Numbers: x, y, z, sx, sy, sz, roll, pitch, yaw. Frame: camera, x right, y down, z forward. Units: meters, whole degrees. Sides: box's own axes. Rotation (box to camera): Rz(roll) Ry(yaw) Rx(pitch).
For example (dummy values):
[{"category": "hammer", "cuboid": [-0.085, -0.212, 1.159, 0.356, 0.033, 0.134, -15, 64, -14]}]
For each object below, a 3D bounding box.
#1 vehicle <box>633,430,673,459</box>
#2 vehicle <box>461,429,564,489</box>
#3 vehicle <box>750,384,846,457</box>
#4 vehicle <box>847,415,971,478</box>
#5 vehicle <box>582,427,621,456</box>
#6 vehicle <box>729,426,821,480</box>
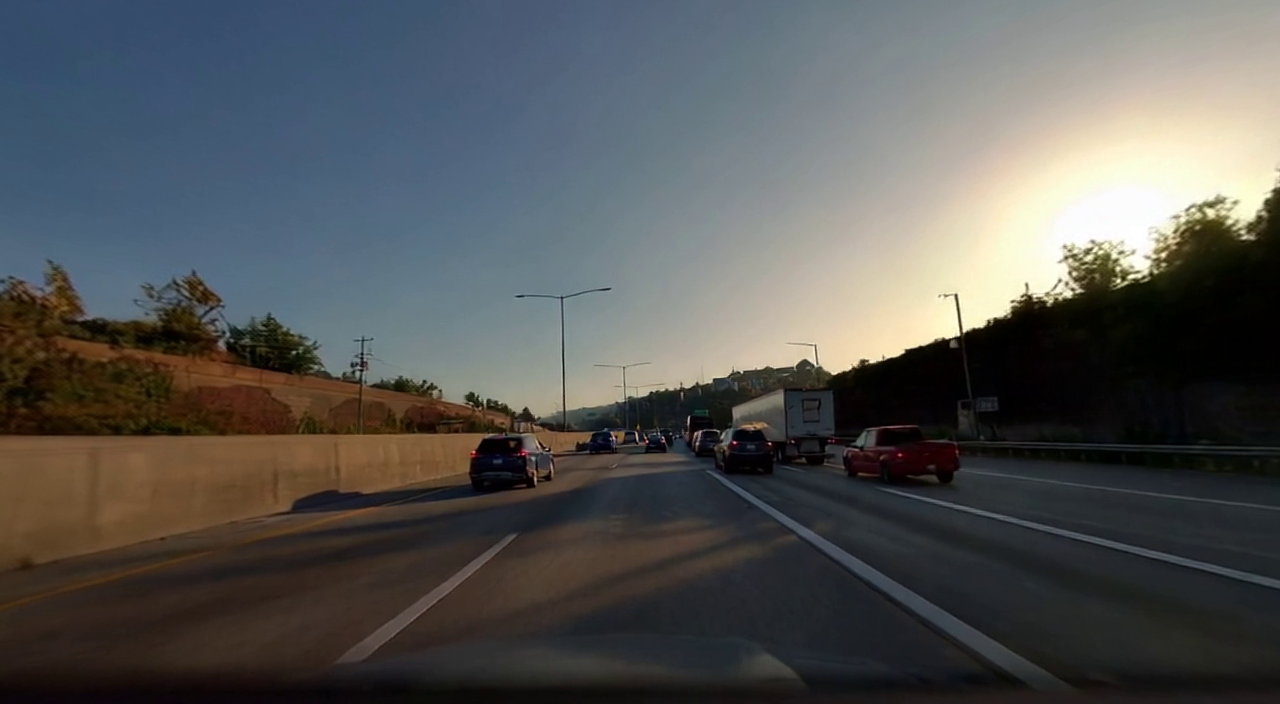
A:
[{"category": "vehicle", "cuboid": [0.706, 5.045, 34.326, 2.040, 1.461, 3.984, -1, -8, 1]}, {"category": "vehicle", "cuboid": [-3.447, 2.985, 17.939, 1.914, 1.476, 4.416, -1, -8, 2]}, {"category": "vehicle", "cuboid": [9.377, 4.546, 39.606, 3.007, 3.725, 13.835, -1, -8, 2]}, {"category": "vehicle", "cuboid": [8.447, 3.039, 20.353, 2.072, 1.761, 4.461, -1, -8, 1]}, {"category": "vehicle", "cuboid": [-2.432, 5.786, 40.806, 2.006, 1.741, 4.277, -1, -8, 3]}, {"category": "vehicle", "cuboid": [4.111, 3.167, 20.030, 1.933, 1.503, 4.520, -1, -8, 0]}]
